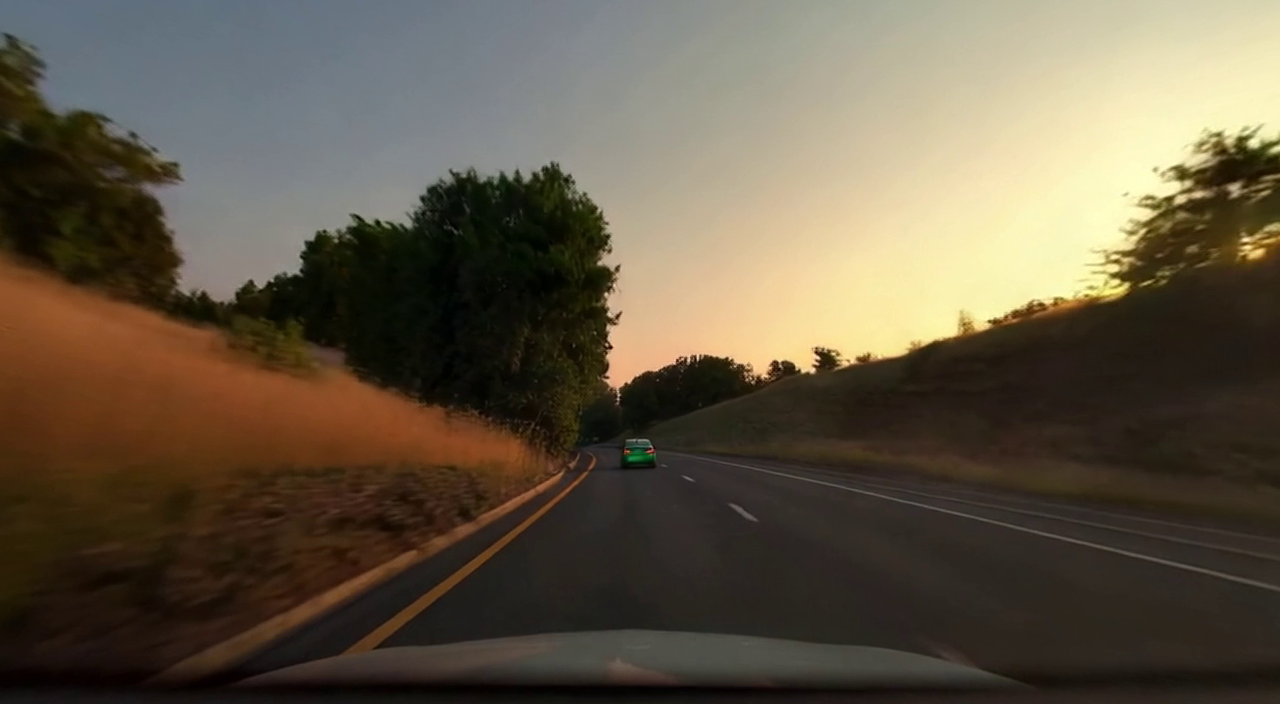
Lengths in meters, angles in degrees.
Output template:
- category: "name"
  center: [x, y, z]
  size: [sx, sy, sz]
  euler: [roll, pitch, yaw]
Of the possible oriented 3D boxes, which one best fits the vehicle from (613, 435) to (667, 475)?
- category: "vehicle"
  center: [-0.078, 4.210, 25.984]
  size: [2.029, 1.474, 4.183]
  euler: [0, -8, -2]
